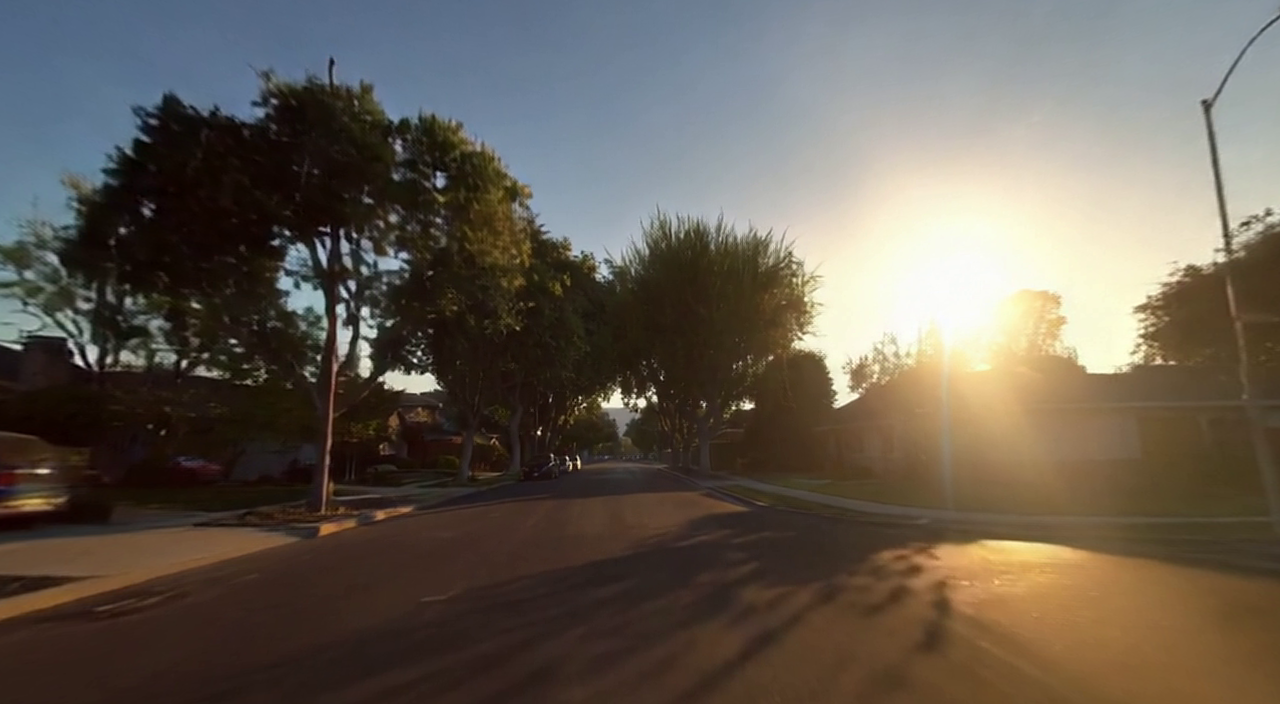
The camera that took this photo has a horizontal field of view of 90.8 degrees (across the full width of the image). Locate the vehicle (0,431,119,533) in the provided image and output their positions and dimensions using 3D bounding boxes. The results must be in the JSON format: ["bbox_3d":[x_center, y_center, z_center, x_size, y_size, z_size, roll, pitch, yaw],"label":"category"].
[{"bbox_3d":[-14.245,2.446,12.258,5.863,1.773,2.451,1,-9,-4],"label":"vehicle"}]

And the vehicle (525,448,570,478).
[{"bbox_3d":[-6.154,7.469,42.729,2.341,1.886,5.684,1,-9,-2],"label":"vehicle"}]
